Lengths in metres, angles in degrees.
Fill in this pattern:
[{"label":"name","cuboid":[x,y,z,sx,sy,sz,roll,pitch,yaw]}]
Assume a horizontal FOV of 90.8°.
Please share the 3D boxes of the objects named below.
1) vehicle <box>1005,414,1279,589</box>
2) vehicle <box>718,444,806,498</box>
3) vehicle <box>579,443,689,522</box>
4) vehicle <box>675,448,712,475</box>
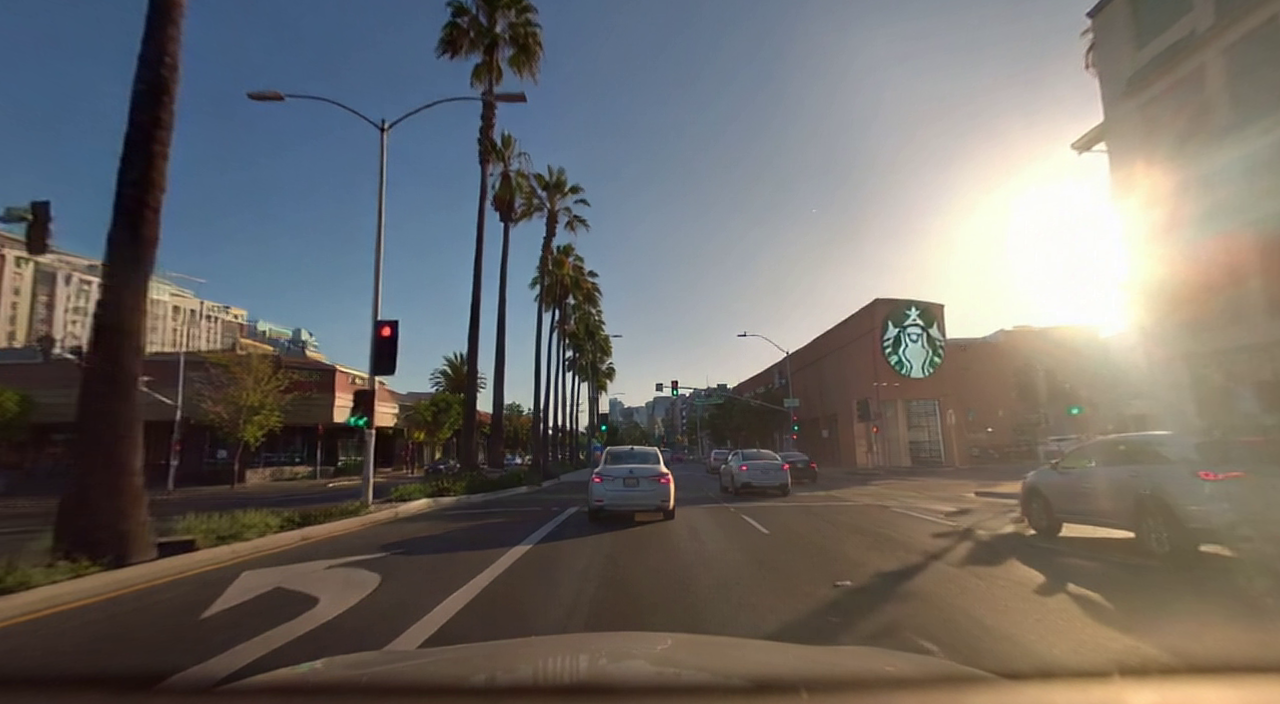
[{"label":"vehicle","cuboid":[7.000,1.754,8.239,1.940,1.674,4.085,0,-8,-1]},{"label":"vehicle","cuboid":[3.801,3.770,20.417,1.892,1.532,4.177,0,-8,-2]},{"label":"vehicle","cuboid":[-0.162,2.804,14.177,2.110,1.487,3.873,0,-8,-1]},{"label":"vehicle","cuboid":[3.432,7.139,41.436,2.012,1.570,4.600,0,-8,0]}]
